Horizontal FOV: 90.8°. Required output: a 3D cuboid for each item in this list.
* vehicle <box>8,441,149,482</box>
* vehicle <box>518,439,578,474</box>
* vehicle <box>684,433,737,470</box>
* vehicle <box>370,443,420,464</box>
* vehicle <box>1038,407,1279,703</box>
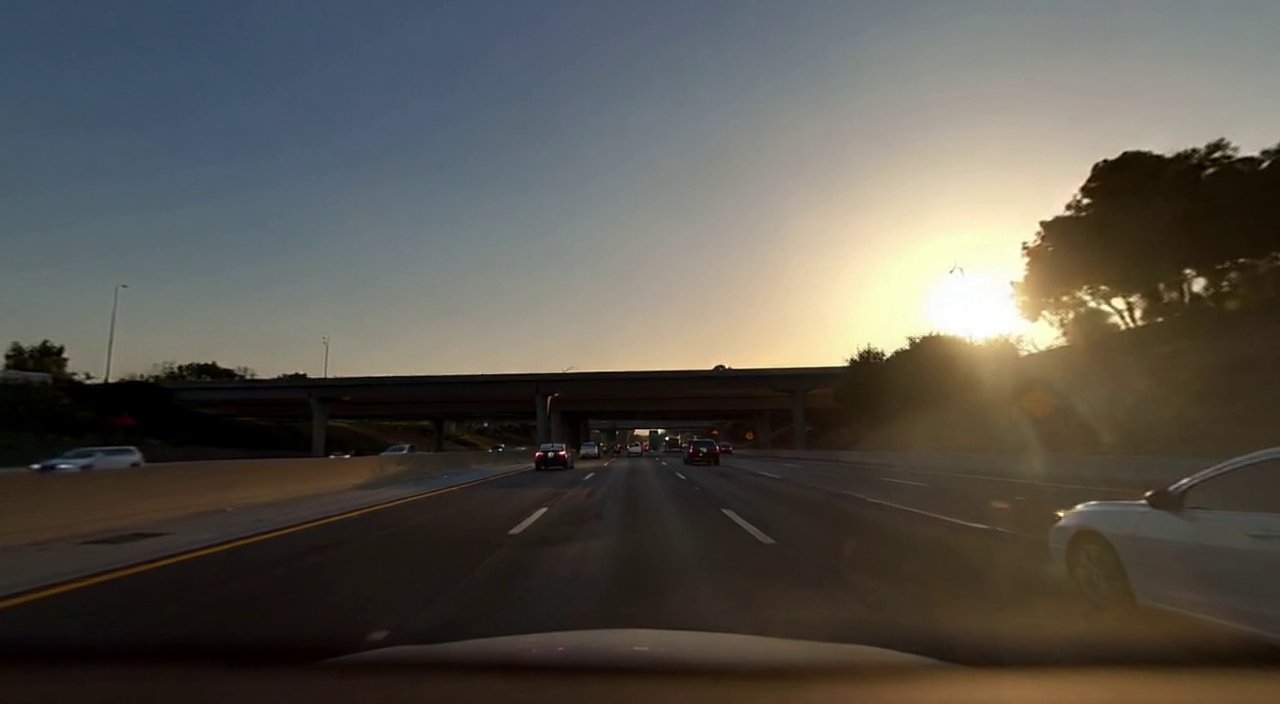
[{"bbox_3d":[-23.524,4.592,26.724,1.960,1.555,4.492,0,-9,-2],"label":"vehicle"},{"bbox_3d":[-4.124,4.780,29.134,1.997,1.476,4.703,0,-9,1],"label":"vehicle"},{"bbox_3d":[3.471,5.032,32.005,2.072,1.761,4.242,0,-9,-1],"label":"vehicle"},{"bbox_3d":[-17.612,7.325,45.576,1.921,1.444,4.551,0,-9,-2],"label":"vehicle"},{"bbox_3d":[3.599,0.870,1.928,1.989,1.472,4.322,0,-9,1],"label":"vehicle"}]
